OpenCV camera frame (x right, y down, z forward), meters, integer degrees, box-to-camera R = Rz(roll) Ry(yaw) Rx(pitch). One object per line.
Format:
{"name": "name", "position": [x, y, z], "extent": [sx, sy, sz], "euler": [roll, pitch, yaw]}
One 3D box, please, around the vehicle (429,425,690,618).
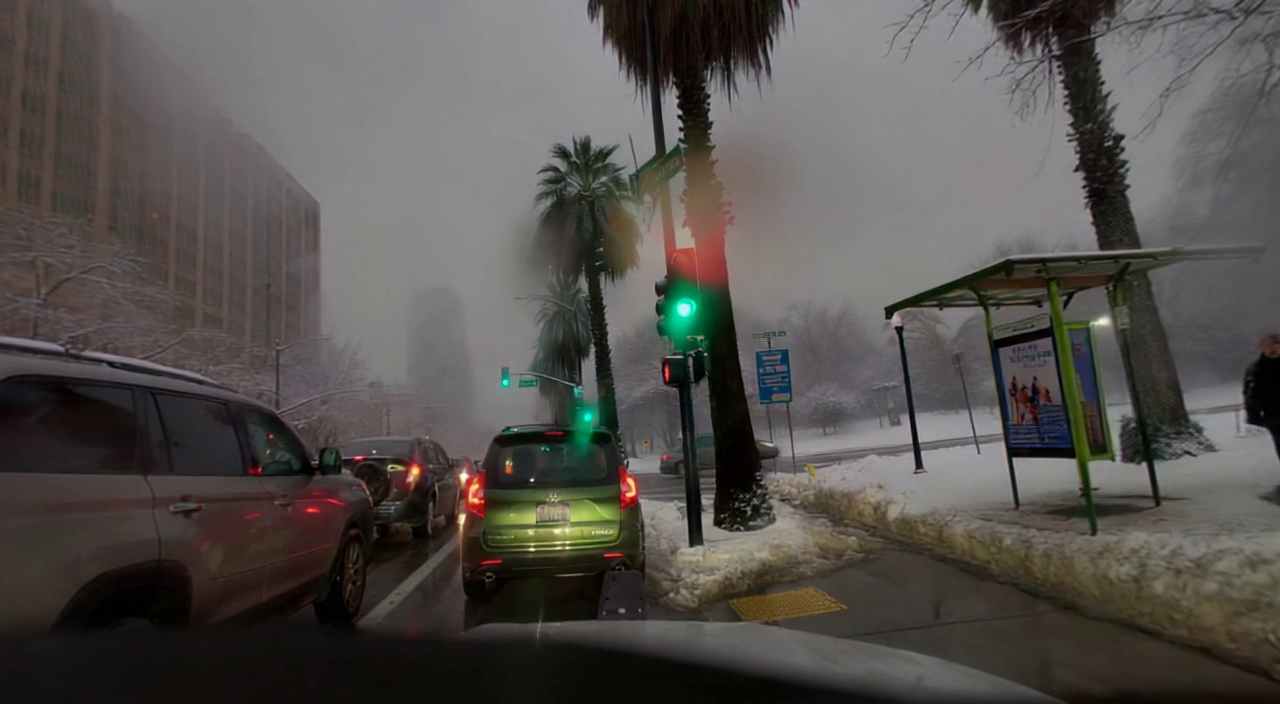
{"name": "vehicle", "position": [-1.013, 1.649, 7.218], "extent": [2.065, 1.467, 4.289], "euler": [2, -9, -11]}

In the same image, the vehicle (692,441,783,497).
{"name": "vehicle", "position": [4.916, 5.926, 32.149], "extent": [3.987, 1.636, 1.903], "euler": [12, 7, -8]}

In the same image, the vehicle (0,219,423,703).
{"name": "vehicle", "position": [-2.761, 0.924, 3.334], "extent": [2.098, 1.851, 4.571], "euler": [1, -9, -7]}
